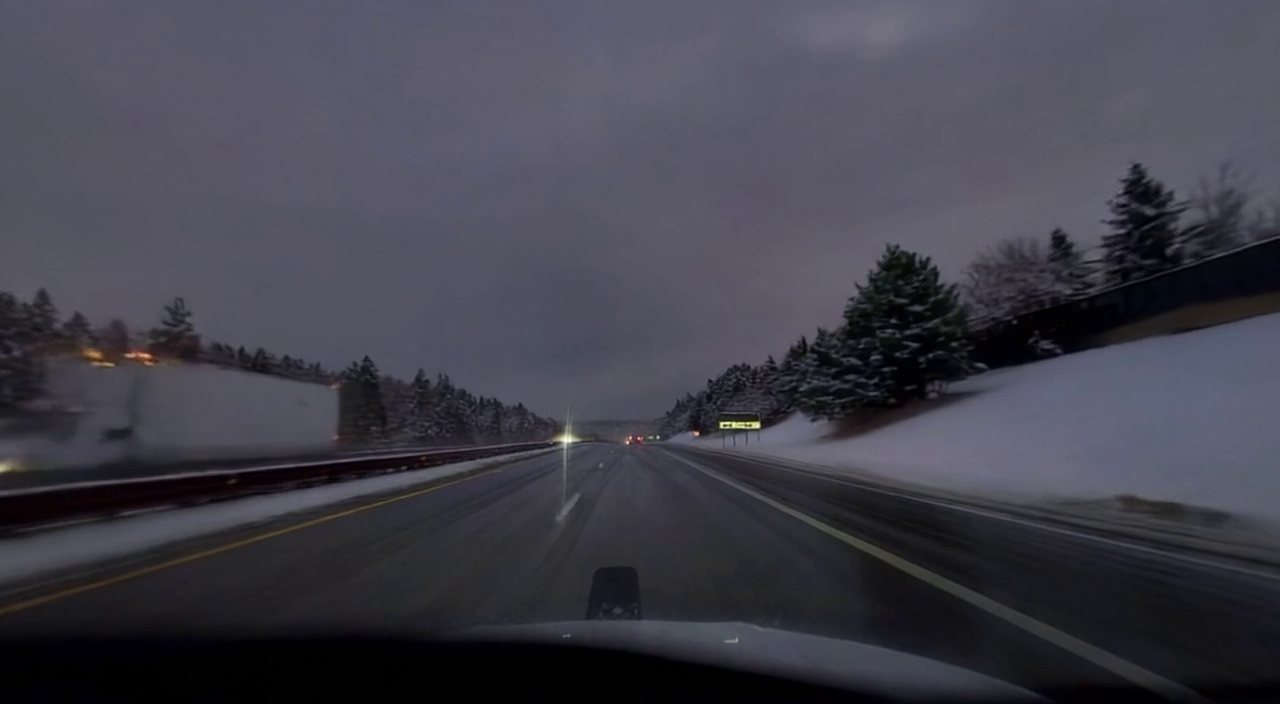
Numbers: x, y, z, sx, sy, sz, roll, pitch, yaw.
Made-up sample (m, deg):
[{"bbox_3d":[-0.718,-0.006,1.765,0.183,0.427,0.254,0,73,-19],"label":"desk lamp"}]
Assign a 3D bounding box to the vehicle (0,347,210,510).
[{"bbox_3d":[-16.296,2.231,18.227,3.068,3.877,6.541,0,-8,-1],"label":"vehicle"}]
